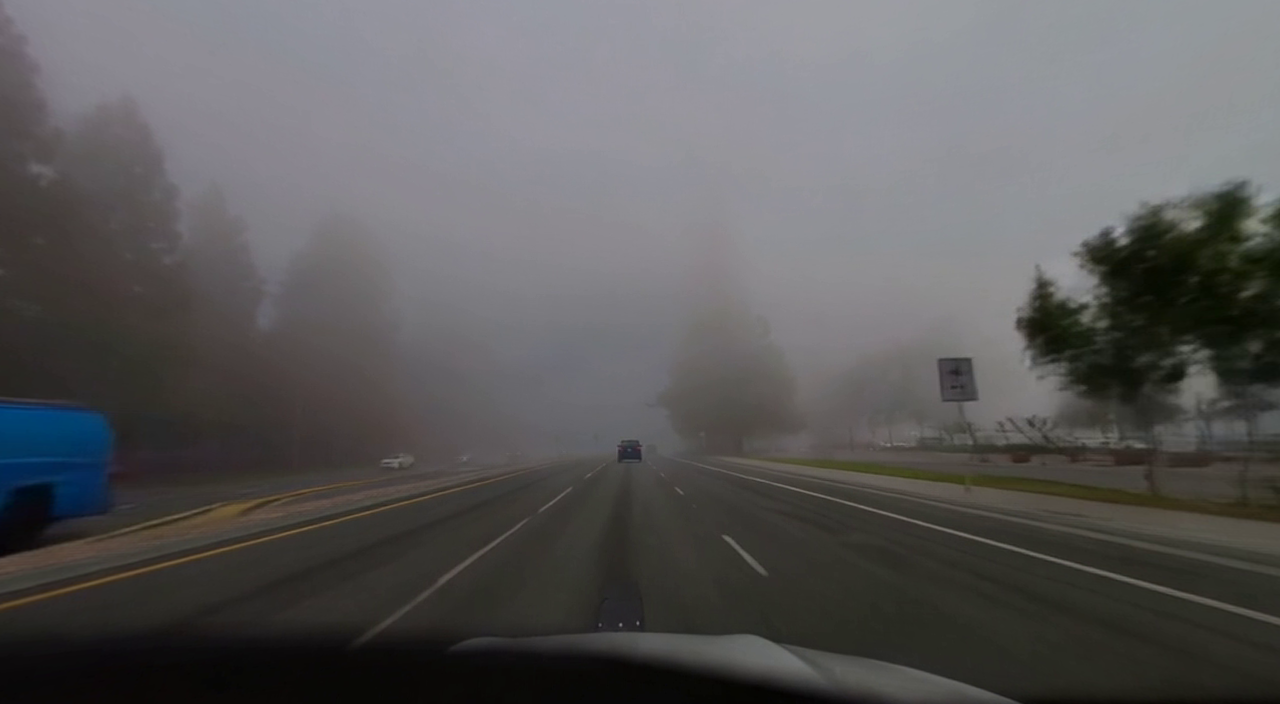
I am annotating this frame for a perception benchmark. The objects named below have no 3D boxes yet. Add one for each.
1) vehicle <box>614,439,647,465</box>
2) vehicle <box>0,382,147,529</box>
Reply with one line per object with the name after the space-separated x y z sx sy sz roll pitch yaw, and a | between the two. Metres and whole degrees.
-0.649 7.041 44.463 2.174 1.703 4.231 0 -9 0 | vehicle
-14.943 2.097 12.754 2.941 3.068 8.587 0 -9 1 | vehicle
